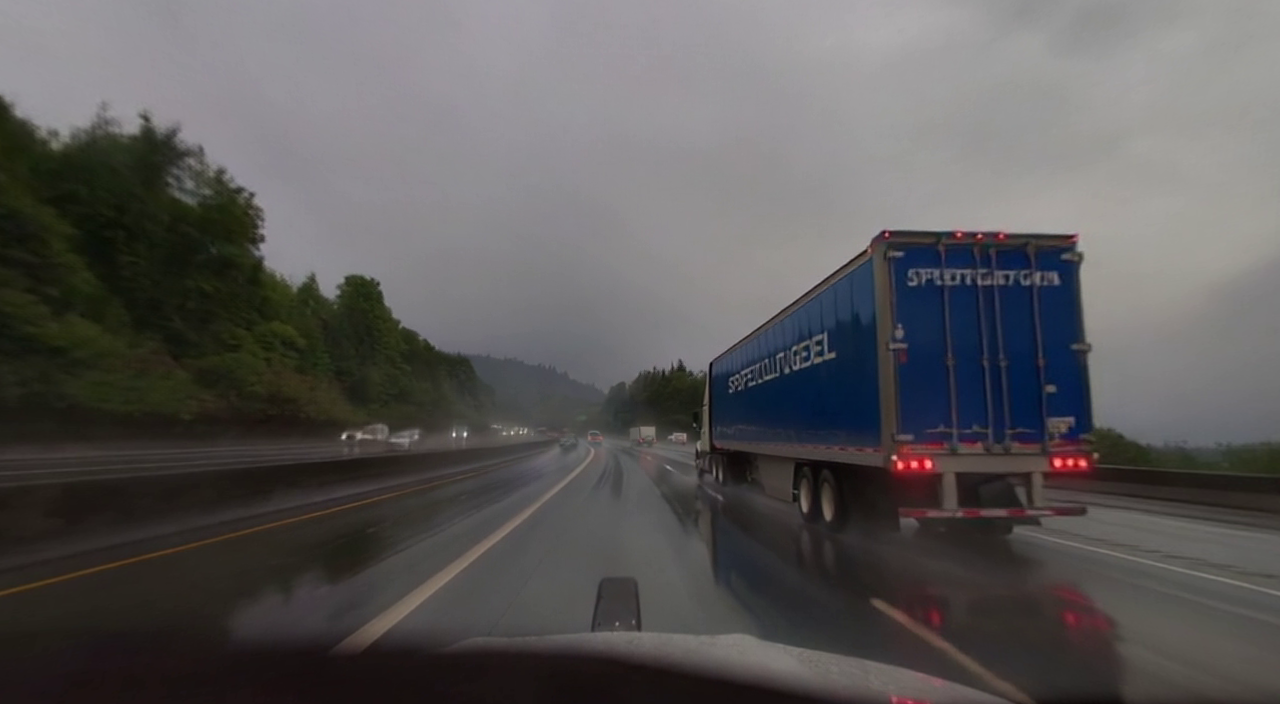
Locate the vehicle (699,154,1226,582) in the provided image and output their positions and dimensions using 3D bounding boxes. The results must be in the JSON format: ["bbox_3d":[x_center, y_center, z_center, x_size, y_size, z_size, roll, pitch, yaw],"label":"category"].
[{"bbox_3d":[3.640,1.019,13.059,2.910,4.051,14.278,0,-8,-2],"label":"vehicle"}]

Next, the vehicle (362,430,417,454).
[{"bbox_3d":[-16.307,5.892,41.232,1.915,1.481,4.479,0,-8,-2],"label":"vehicle"}]
